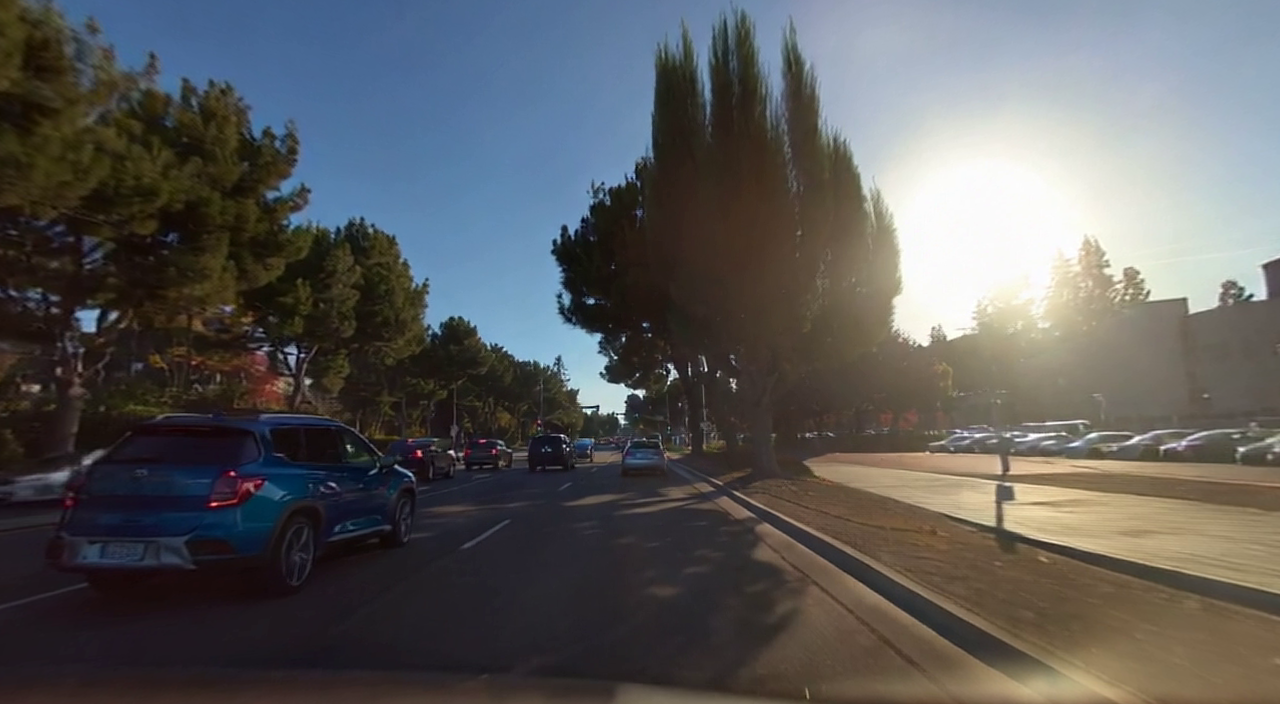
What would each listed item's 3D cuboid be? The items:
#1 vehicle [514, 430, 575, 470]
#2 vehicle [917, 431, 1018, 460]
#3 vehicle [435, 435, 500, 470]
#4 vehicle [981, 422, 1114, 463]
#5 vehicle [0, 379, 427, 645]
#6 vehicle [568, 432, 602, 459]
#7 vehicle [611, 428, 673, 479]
[{"bbox_3d":[-4.362,4.566,29.386,2.113,1.713,4.422,0,-9,0],"label":"vehicle"},{"bbox_3d":[16.979,4.881,32.733,1.857,1.369,4.219,6,-10,-34],"label":"vehicle"},{"bbox_3d":[-8.085,4.760,29.839,1.918,1.484,4.531,0,-9,-2],"label":"vehicle"},{"bbox_3d":[17.359,3.875,26.924,4.329,1.656,1.873,0,-9,2],"label":"vehicle"},{"bbox_3d":[-3.830,1.298,6.041,2.070,1.641,4.152,0,-9,0],"label":"vehicle"},{"bbox_3d":[-3.918,6.772,45.421,2.047,1.810,4.414,0,-9,1],"label":"vehicle"},{"bbox_3d":[0.070,3.647,22.698,2.042,1.641,4.187,0,-9,0],"label":"vehicle"}]
